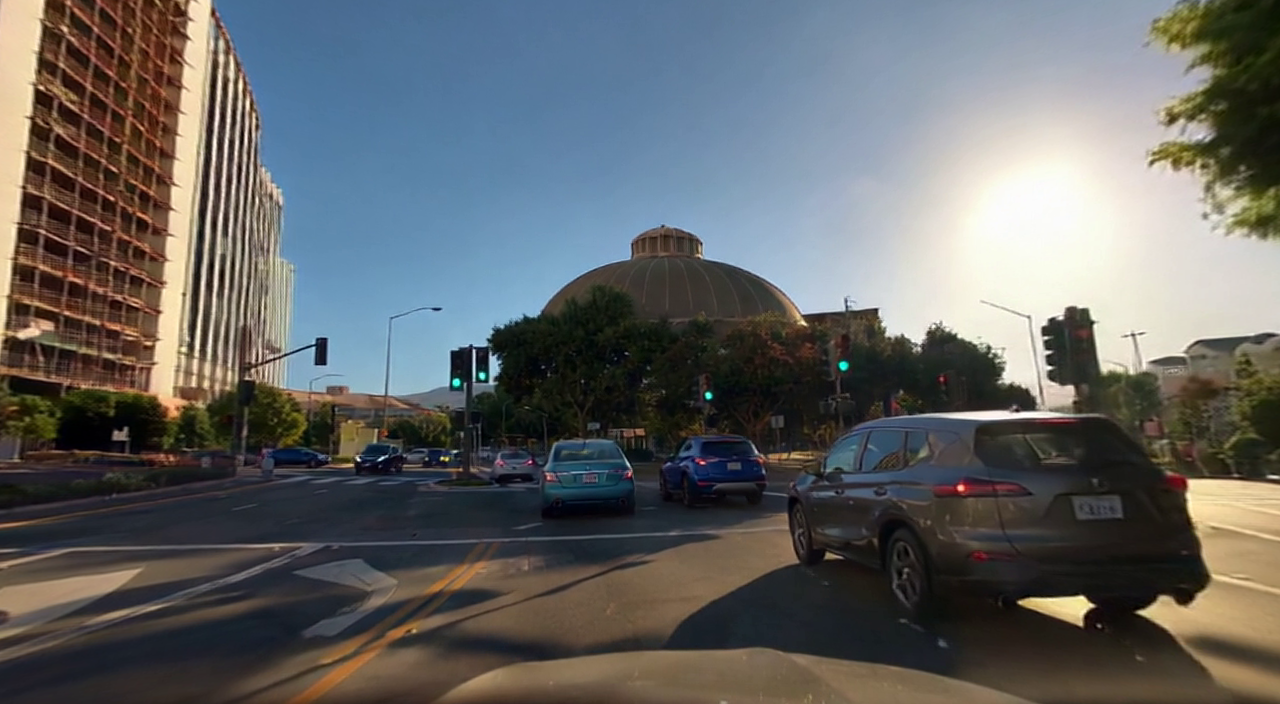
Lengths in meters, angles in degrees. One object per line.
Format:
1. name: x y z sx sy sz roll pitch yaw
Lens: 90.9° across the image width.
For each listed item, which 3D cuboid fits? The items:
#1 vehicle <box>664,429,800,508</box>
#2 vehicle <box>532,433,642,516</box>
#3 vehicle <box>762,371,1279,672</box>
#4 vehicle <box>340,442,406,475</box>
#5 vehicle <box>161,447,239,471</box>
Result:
1. vehicle: 2.141 2.901 16.201 2.103 1.710 4.396 1 -9 -11
2. vehicle: -1.376 2.771 14.736 2.132 1.632 3.889 1 -9 -11
3. vehicle: 3.026 1.363 6.300 2.320 1.772 4.872 0 -9 -4
4. vehicle: -14.836 5.930 35.353 2.303 1.692 4.571 1 -9 -9
5. vehicle: -30.628 7.416 43.837 4.653 1.459 2.228 -3 -9 24
